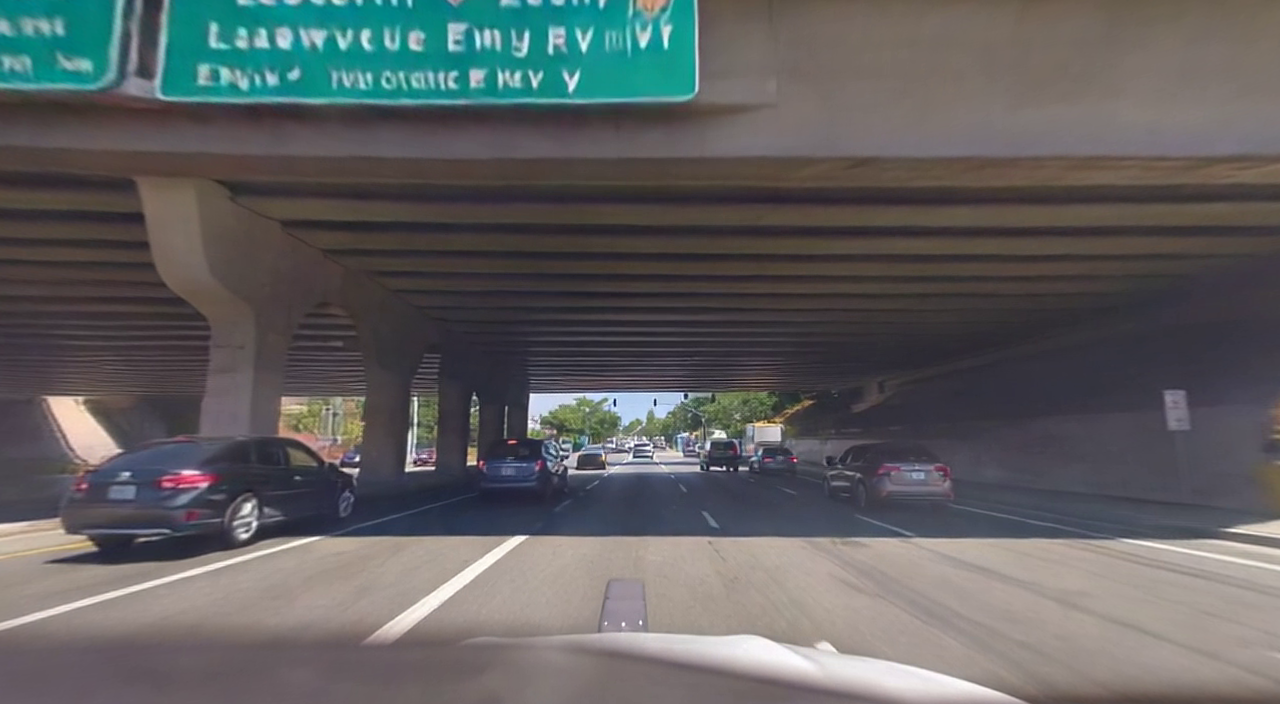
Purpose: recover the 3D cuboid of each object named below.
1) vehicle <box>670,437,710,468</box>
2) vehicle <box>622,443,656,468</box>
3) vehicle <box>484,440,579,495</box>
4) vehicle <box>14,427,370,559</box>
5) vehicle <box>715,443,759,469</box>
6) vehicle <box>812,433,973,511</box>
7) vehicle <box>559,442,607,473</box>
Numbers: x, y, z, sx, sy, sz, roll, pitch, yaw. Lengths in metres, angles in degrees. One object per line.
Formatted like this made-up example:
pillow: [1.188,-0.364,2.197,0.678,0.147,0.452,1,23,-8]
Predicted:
vehicle: [2.992,6.185,38.747,2.034,1.762,4.420,0,-8,-1]
vehicle: [-0.060,6.305,38.393,2.026,1.453,3.780,0,-8,0]
vehicle: [-3.143,3.449,19.111,2.041,1.466,4.212,0,-8,1]
vehicle: [-6.110,1.948,9.456,2.070,1.488,4.376,0,-8,1]
vehicle: [5.940,6.382,38.827,1.924,1.527,4.268,0,-8,-2]
vehicle: [5.962,2.875,15.539,2.056,1.624,4.498,0,-8,-1]
vehicle: [-2.809,5.328,31.944,1.980,1.491,4.351,0,-8,1]
